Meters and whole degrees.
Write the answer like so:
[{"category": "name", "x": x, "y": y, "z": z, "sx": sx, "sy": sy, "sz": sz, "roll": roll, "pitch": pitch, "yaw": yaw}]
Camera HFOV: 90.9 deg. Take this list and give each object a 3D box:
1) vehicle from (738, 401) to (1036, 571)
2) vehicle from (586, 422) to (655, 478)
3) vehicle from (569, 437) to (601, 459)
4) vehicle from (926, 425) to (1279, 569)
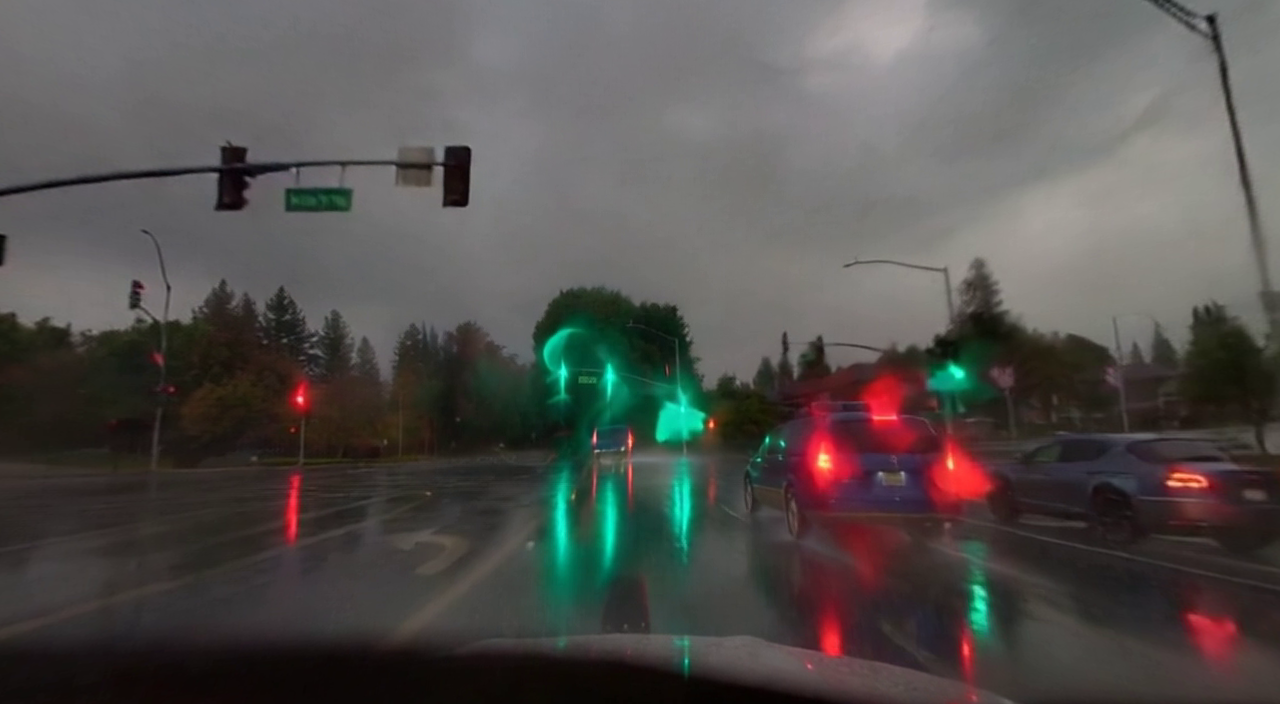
[{"category": "vehicle", "x": 2.845, "y": 1.670, "z": 8.662, "sx": 2.024, "sy": 1.686, "sz": 4.588, "roll": 0, "pitch": -8, "yaw": -3}, {"category": "vehicle", "x": -0.837, "y": 3.579, "z": 23.242, "sx": 2.185, "sy": 1.822, "sz": 4.583, "roll": 1, "pitch": -8, "yaw": -6}, {"category": "vehicle", "x": -3.977, "y": 6.874, "z": 45.168, "sx": 1.887, "sy": 1.458, "sz": 4.275, "roll": 1, "pitch": -8, "yaw": -10}, {"category": "vehicle", "x": 6.393, "y": 1.873, "z": 9.085, "sx": 2.124, "sy": 1.474, "sz": 4.880, "roll": 0, "pitch": -8, "yaw": -2}]
